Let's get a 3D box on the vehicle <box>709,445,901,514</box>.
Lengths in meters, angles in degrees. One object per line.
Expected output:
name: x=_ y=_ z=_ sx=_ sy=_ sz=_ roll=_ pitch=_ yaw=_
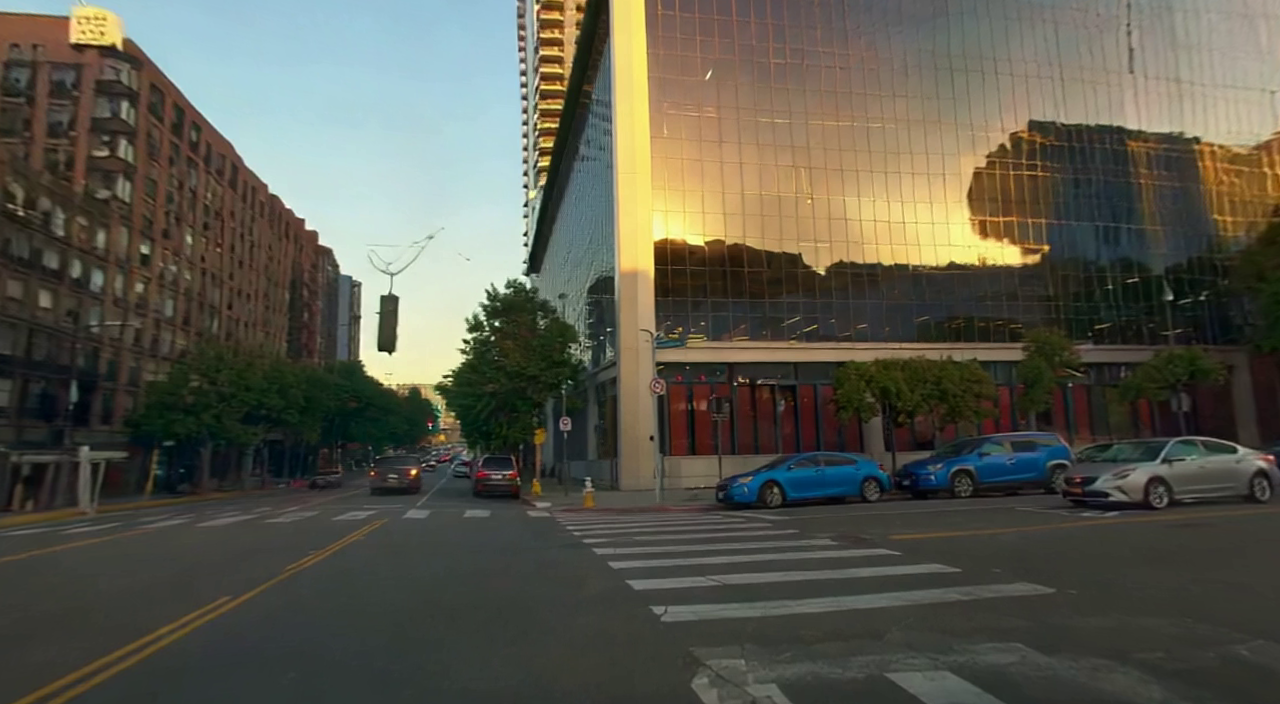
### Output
vehicle: x=4.550 y=3.583 z=17.741 sx=4.705 sy=1.732 sz=1.996 roll=2 pitch=-14 yaw=-13

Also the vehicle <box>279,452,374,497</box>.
vehicle: x=-16.386 y=6.375 z=33.550 sx=2.810 sy=2.036 sz=6.550 roll=1 pitch=-9 yaw=-11

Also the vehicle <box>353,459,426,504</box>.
vehicle: x=-10.435 y=5.360 z=26.641 sx=2.025 sy=1.625 sz=4.596 roll=2 pitch=-9 yaw=-11

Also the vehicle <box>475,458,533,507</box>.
vehicle: x=-5.870 y=5.531 z=27.310 sx=2.174 sy=1.780 sz=5.051 roll=2 pitch=-9 yaw=-12

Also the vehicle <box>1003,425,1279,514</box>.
vehicle: x=10.251 y=2.308 z=12.725 sx=4.888 sy=1.558 sz=2.017 roll=2 pitch=-9 yaw=-12
